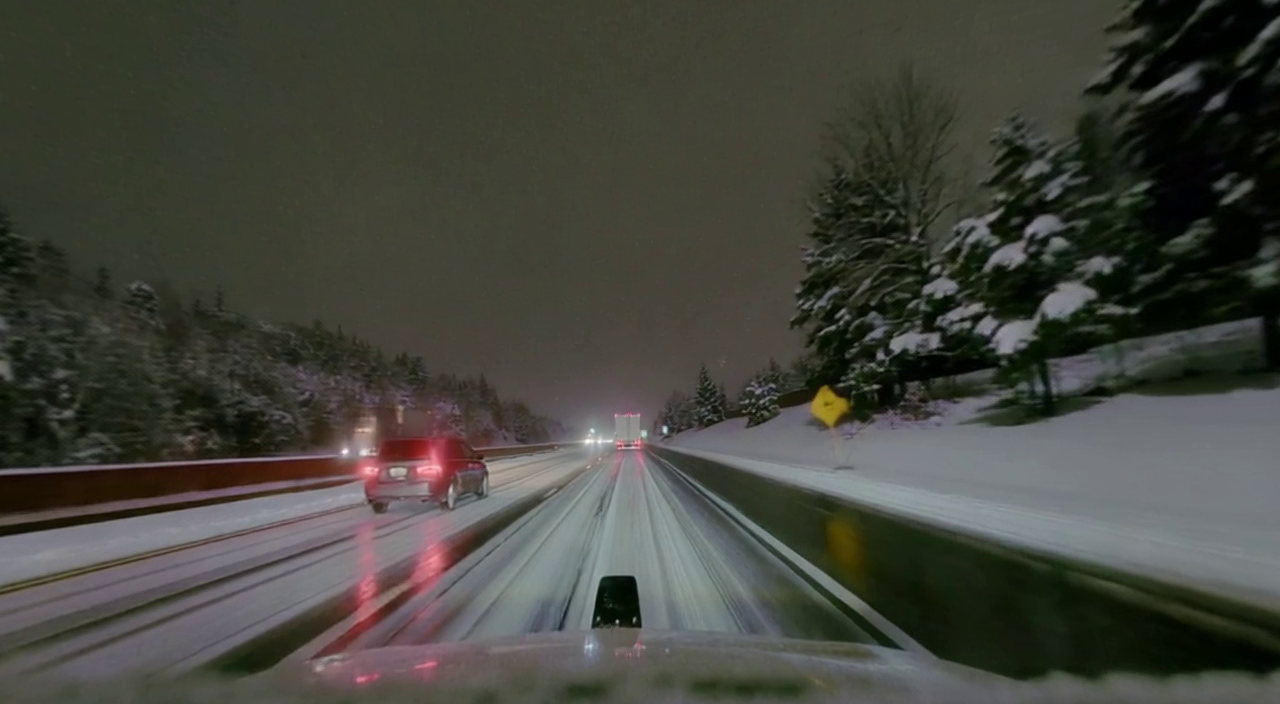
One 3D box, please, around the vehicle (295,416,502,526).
[{"bbox_3d":[-4.220,2.139,12.055,2.123,1.655,4.688,0,-8,0],"label":"vehicle"}]
